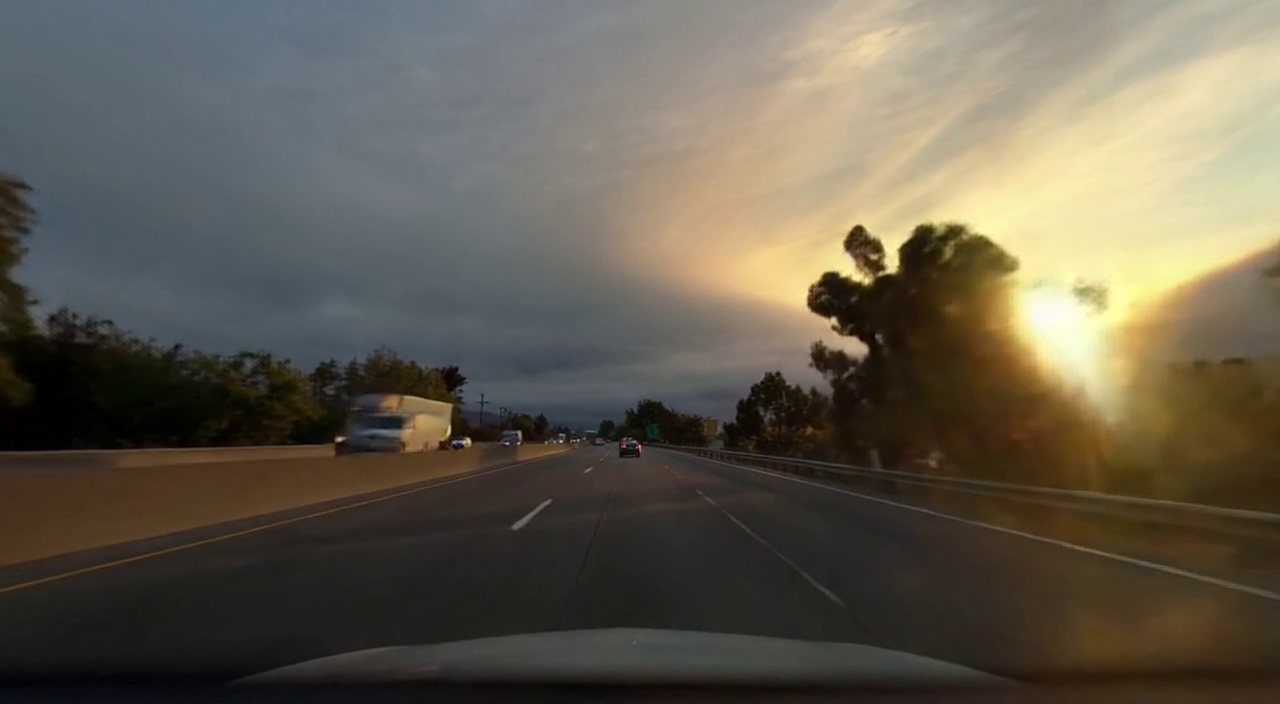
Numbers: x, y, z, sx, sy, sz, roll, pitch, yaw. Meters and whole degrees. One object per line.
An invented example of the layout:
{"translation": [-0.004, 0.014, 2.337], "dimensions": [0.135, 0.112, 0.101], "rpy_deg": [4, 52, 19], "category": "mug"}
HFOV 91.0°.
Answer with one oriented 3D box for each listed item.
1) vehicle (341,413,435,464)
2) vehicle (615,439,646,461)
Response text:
{"translation": [-12.439, 4.360, 31.656], "dimensions": [2.371, 2.306, 5.978], "rpy_deg": [0, -8, -1], "category": "vehicle"}
{"translation": [-0.737, 7.065, 45.593], "dimensions": [2.099, 1.504, 3.843], "rpy_deg": [0, -8, -2], "category": "vehicle"}
